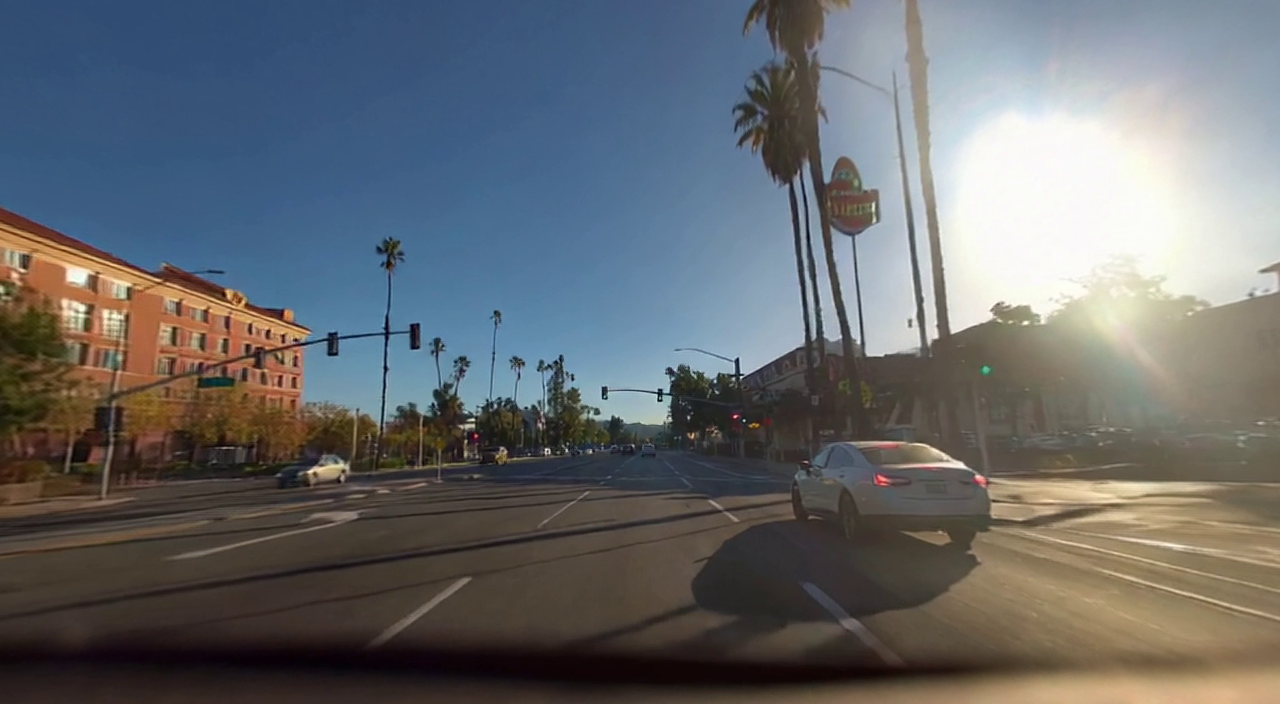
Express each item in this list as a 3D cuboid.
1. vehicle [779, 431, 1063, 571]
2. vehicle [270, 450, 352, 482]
[{"bbox_3d":[3.528,1.936,9.154,1.870,1.467,4.800,0,-8,-1],"label":"vehicle"},{"bbox_3d":[-17.942,6.213,34.690,1.899,1.615,4.784,0,-8,1],"label":"vehicle"}]
